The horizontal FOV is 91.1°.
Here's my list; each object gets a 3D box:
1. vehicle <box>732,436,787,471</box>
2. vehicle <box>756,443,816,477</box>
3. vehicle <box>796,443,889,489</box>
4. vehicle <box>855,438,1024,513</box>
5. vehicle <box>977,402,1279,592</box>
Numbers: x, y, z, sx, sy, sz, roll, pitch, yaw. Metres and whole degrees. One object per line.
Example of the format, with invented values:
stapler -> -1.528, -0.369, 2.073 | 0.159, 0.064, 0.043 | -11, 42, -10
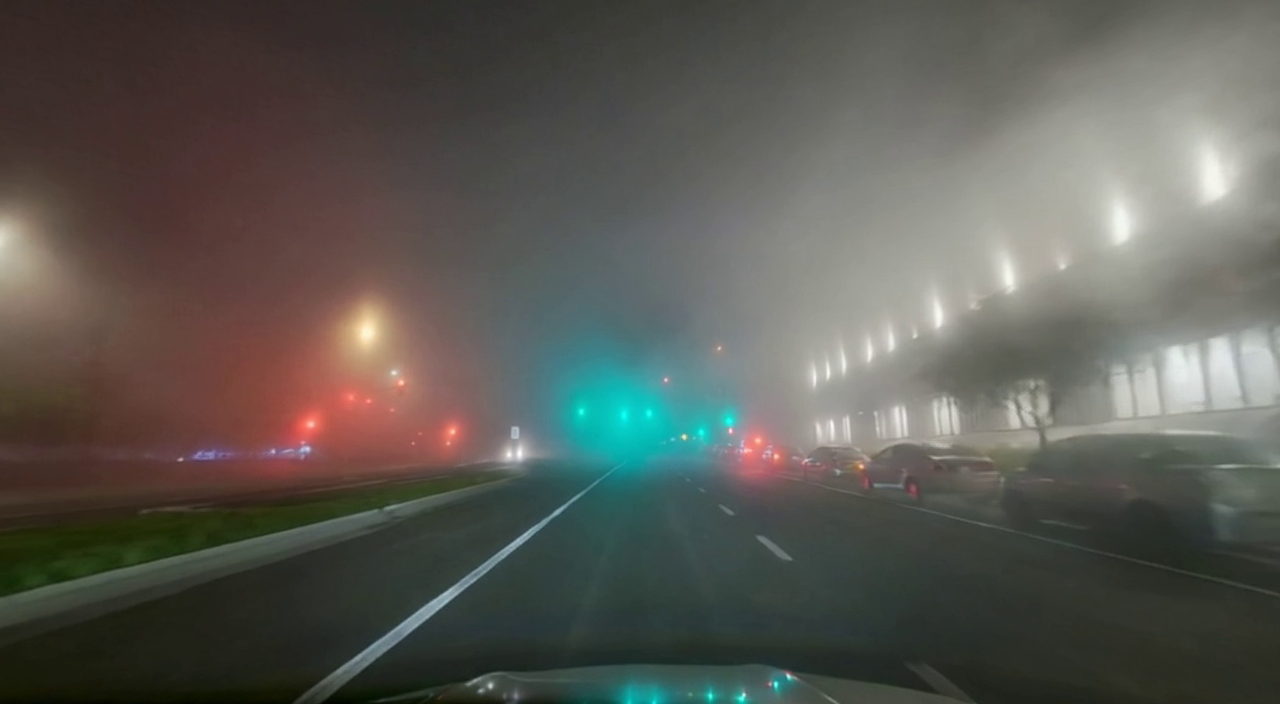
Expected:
vehicle -> 6.881, 5.922, 36.731 | 2.169, 1.876, 4.931 | 0, -9, 0
vehicle -> 6.938, 5.182, 30.348 | 1.863, 1.512, 4.525 | 0, -9, 1
vehicle -> 7.101, 4.019, 22.537 | 1.864, 1.466, 4.352 | 0, -9, 0
vehicle -> 6.980, 2.900, 15.314 | 1.884, 1.523, 4.746 | 0, -9, 1
vehicle -> 6.669, 1.673, 8.116 | 1.977, 1.732, 4.555 | 0, -9, -1
